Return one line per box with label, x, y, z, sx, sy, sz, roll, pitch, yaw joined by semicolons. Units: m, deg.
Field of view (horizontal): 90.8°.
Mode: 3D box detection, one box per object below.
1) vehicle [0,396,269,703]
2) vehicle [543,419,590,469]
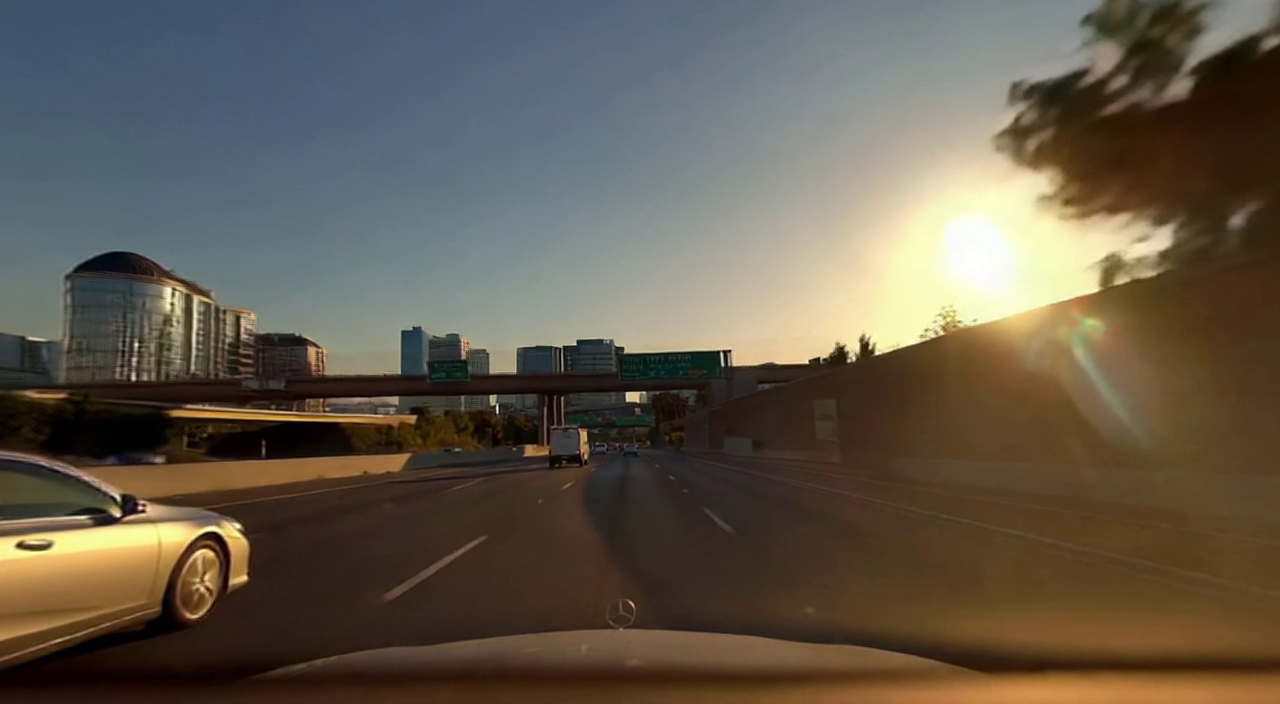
vehicle;-4.034;0.964;2.770;2.025;1.556;4.594;0;-8;0
vehicle;-4.635;6.008;41.091;2.364;2.953;6.732;0;-8;-1
